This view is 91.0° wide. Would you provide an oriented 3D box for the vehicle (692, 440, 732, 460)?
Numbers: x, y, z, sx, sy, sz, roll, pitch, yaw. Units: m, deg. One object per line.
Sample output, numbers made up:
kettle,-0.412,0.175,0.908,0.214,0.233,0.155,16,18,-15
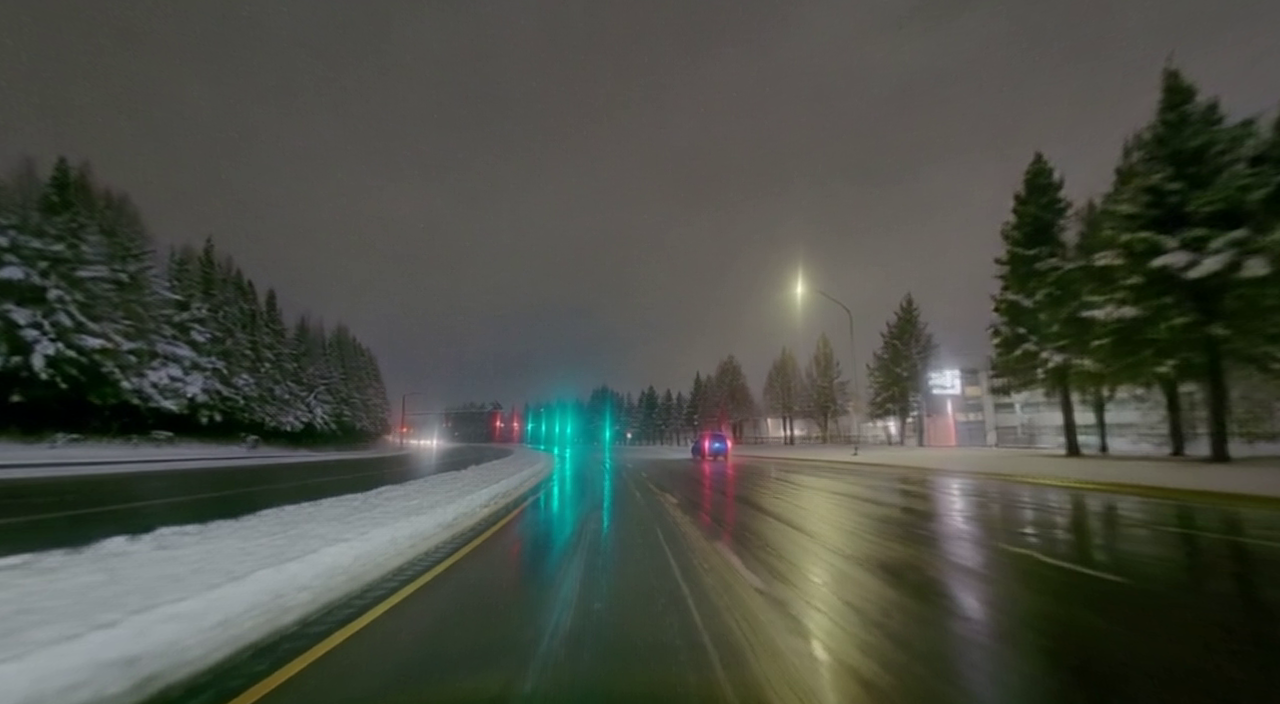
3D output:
vehicle,5.461,7.525,48.382,1.908,1.483,4.474,1,-9,-9
